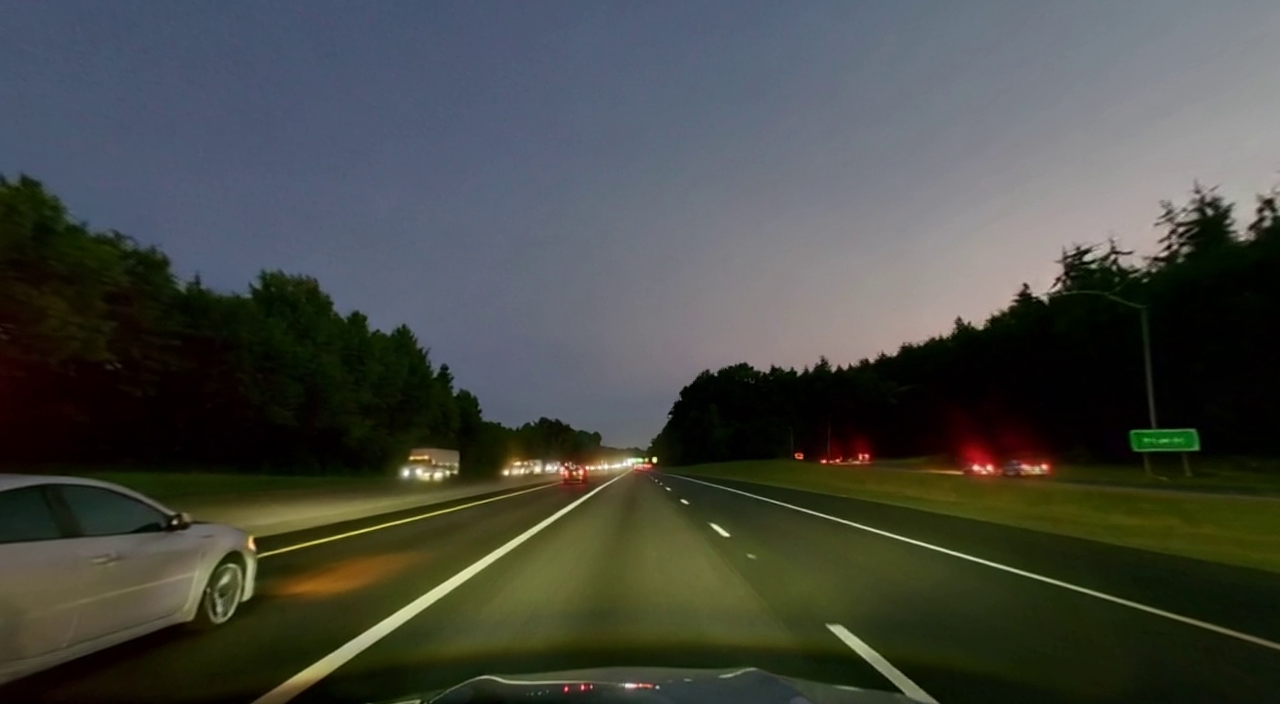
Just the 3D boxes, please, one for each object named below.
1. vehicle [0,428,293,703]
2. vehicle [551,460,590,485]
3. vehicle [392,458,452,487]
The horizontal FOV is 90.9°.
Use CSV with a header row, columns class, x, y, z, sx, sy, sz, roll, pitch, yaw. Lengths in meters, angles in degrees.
class,x,y,z,sx,sy,sz,roll,pitch,yaw
vehicle,-3.904,1.065,2.929,1.998,1.427,4.462,1,-11,0
vehicle,-4.613,8.060,42.194,2.126,1.488,4.186,1,-11,0
vehicle,-12.569,6.979,36.553,1.913,1.519,4.201,1,-11,1
